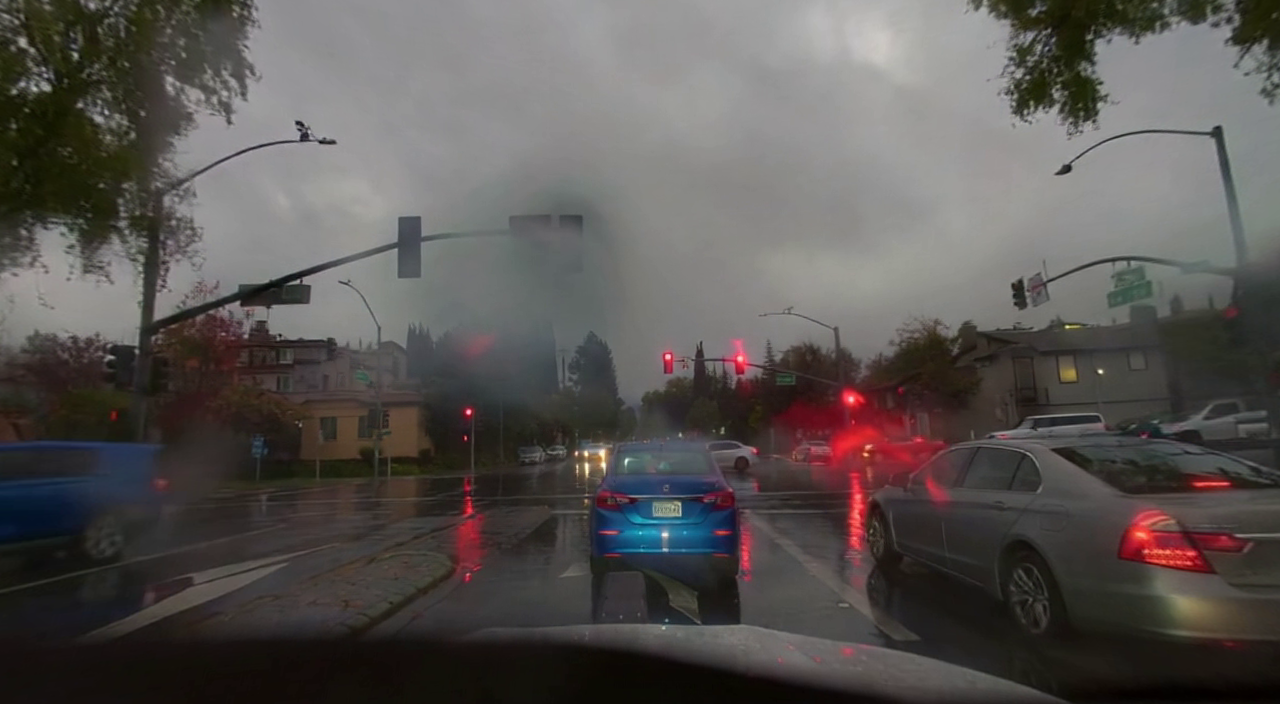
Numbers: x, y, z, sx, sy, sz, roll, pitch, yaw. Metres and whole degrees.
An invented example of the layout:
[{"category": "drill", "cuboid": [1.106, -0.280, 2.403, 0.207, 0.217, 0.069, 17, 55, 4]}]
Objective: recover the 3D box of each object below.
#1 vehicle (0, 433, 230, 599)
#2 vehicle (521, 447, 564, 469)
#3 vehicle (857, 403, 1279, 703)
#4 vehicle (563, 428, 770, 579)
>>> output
[{"category": "vehicle", "cuboid": [-7.540, 1.816, 7.273, 1.996, 1.705, 4.577, -2, -9, 11]}, {"category": "vehicle", "cuboid": [-6.915, 7.584, 45.306, 2.093, 1.476, 4.278, -1, -9, 4]}, {"category": "vehicle", "cuboid": [3.666, 1.341, 5.449, 1.888, 1.486, 4.681, 0, -9, -1]}, {"category": "vehicle", "cuboid": [0.301, 1.818, 8.333, 2.090, 1.505, 3.756, -1, -9, 1]}]
